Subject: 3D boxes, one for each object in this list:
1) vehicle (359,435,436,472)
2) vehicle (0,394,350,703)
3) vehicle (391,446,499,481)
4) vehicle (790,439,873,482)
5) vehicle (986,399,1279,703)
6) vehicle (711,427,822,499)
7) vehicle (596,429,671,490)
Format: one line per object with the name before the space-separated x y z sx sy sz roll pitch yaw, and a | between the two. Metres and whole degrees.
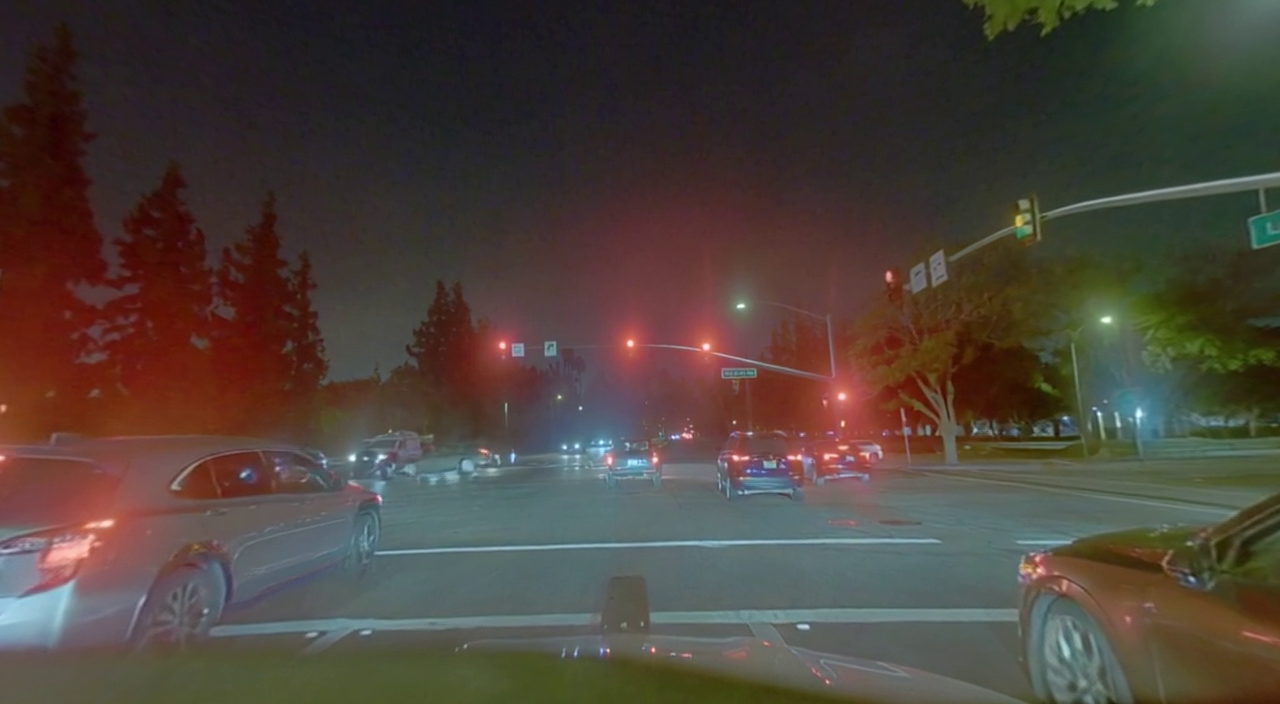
vehicle | -13.971 5.868 36.699 2.196 1.961 5.359 0 -8 2
vehicle | -3.564 1.042 3.345 1.941 1.492 4.399 0 -8 0
vehicle | -8.197 4.708 26.820 4.094 1.328 1.700 0 -8 -5
vehicle | 6.813 3.887 22.882 1.847 1.432 4.039 0 -8 1
vehicle | 3.088 0.826 1.637 1.960 1.460 4.233 0 -8 0
vehicle | 3.278 2.972 17.281 2.097 1.707 4.461 0 -8 0
vehicle | -0.173 3.443 20.470 2.215 1.749 3.976 0 -8 1
